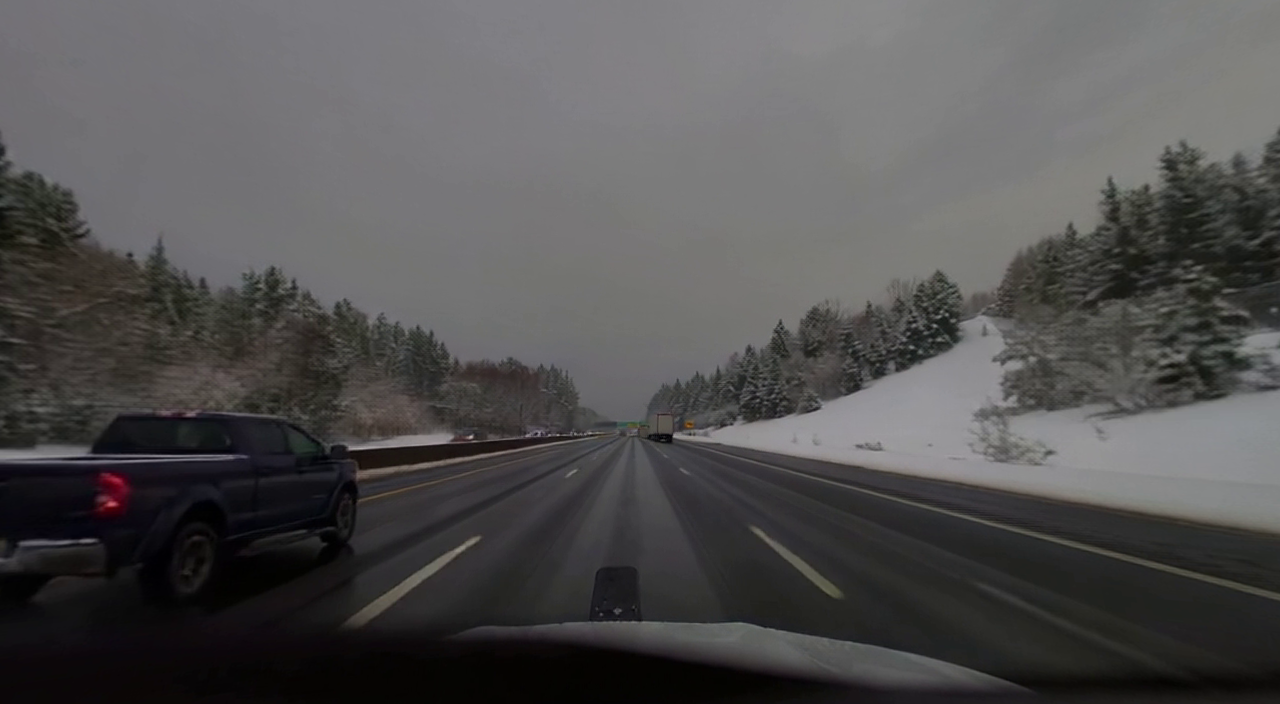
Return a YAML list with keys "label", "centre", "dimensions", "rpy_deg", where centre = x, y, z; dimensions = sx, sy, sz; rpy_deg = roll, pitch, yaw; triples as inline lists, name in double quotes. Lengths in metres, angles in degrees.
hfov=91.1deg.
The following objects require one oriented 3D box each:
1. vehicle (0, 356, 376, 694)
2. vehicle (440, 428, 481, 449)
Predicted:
- label: "vehicle"
  centre: [-3.971, 1.076, 5.032]
  dimensions: [2.000, 1.620, 3.929]
  rpy_deg: [0, -8, 0]
- label: "vehicle"
  centre: [-13.502, 6.520, 47.573]
  dimensions: [1.854, 1.497, 4.252]
  rpy_deg: [0, -8, -1]
